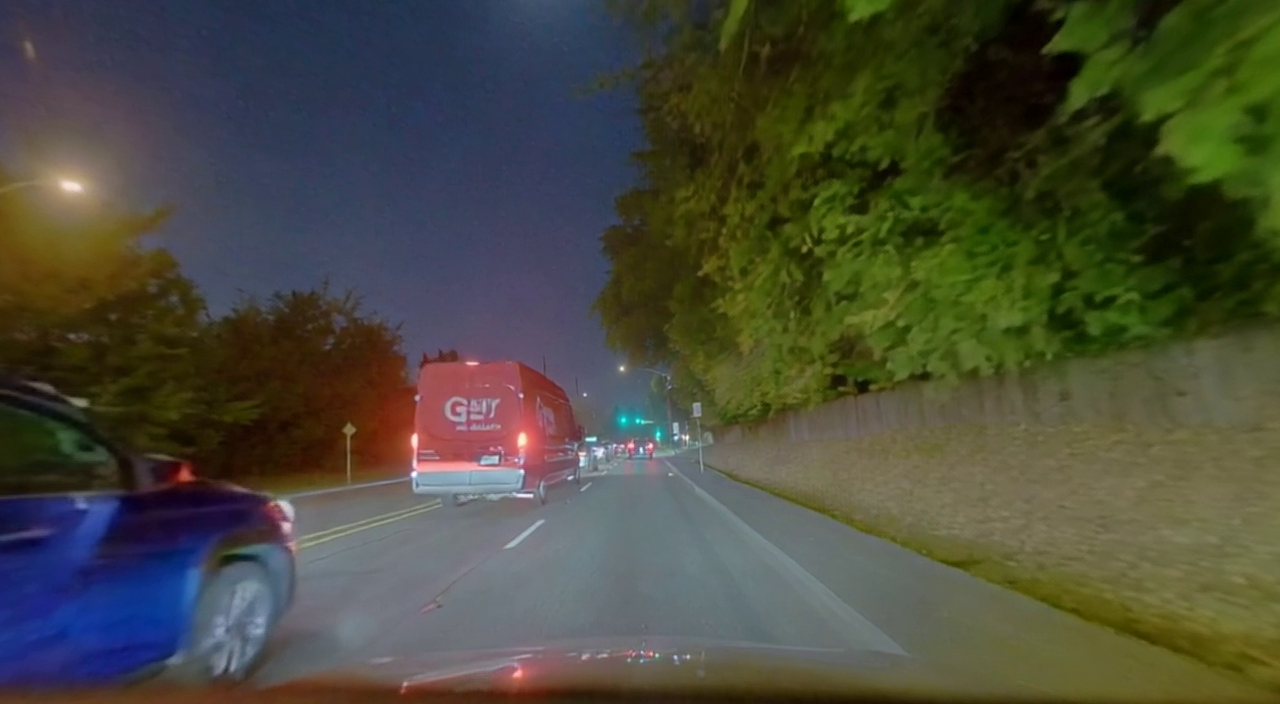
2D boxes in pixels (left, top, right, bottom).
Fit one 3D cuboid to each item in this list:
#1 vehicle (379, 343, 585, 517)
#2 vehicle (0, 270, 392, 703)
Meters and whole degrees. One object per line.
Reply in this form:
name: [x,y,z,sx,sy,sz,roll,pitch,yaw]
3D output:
vehicle: [-3.283,2.064,16.155,2.818,3.181,9.114,0,-8,0]
vehicle: [-2.907,0.658,1.605,2.187,1.821,5.501,0,-8,1]
